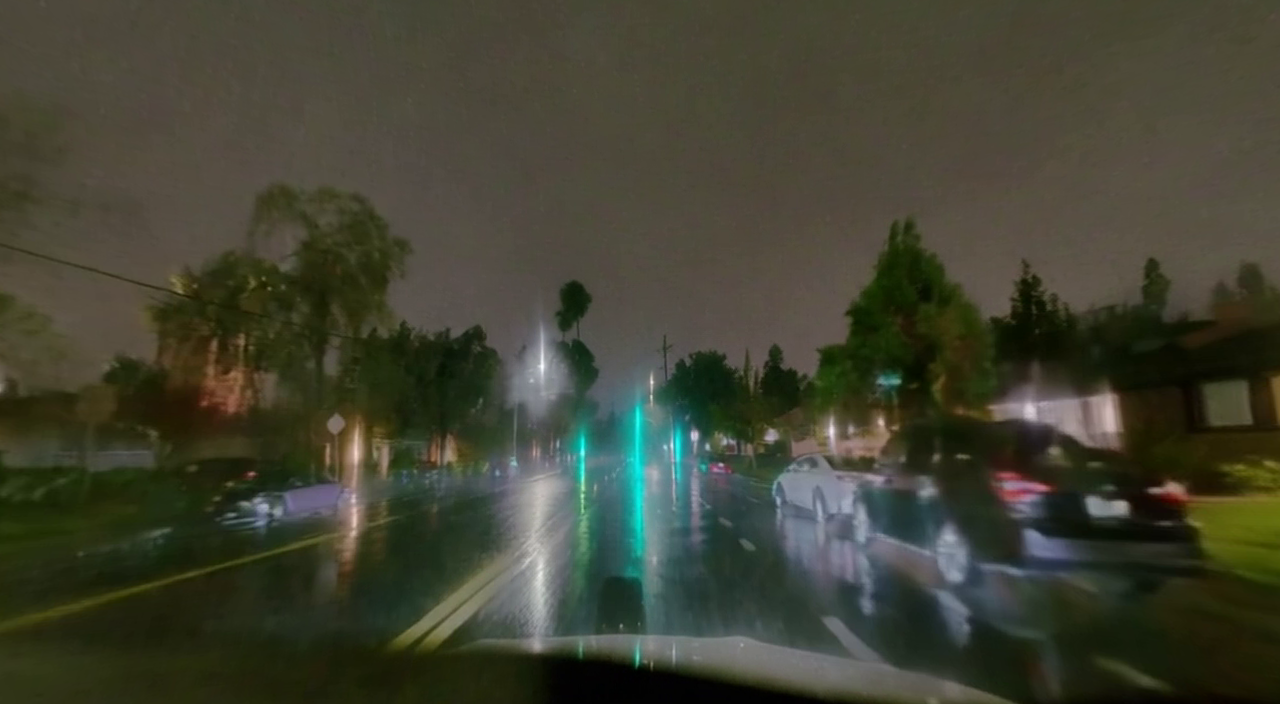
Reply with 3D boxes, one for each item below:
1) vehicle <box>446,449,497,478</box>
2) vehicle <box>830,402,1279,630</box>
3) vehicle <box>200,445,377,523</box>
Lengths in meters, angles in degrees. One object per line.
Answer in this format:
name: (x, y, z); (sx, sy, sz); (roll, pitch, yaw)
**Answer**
vehicle: (-10.847, 7.227, 41.010); (2.082, 1.661, 4.403); (-3, -10, 0)
vehicle: (4.177, 1.676, 7.550); (2.254, 1.812, 4.817); (0, -9, -1)
vehicle: (-10.705, 3.979, 19.942); (2.338, 1.871, 5.795); (-5, -8, -1)
